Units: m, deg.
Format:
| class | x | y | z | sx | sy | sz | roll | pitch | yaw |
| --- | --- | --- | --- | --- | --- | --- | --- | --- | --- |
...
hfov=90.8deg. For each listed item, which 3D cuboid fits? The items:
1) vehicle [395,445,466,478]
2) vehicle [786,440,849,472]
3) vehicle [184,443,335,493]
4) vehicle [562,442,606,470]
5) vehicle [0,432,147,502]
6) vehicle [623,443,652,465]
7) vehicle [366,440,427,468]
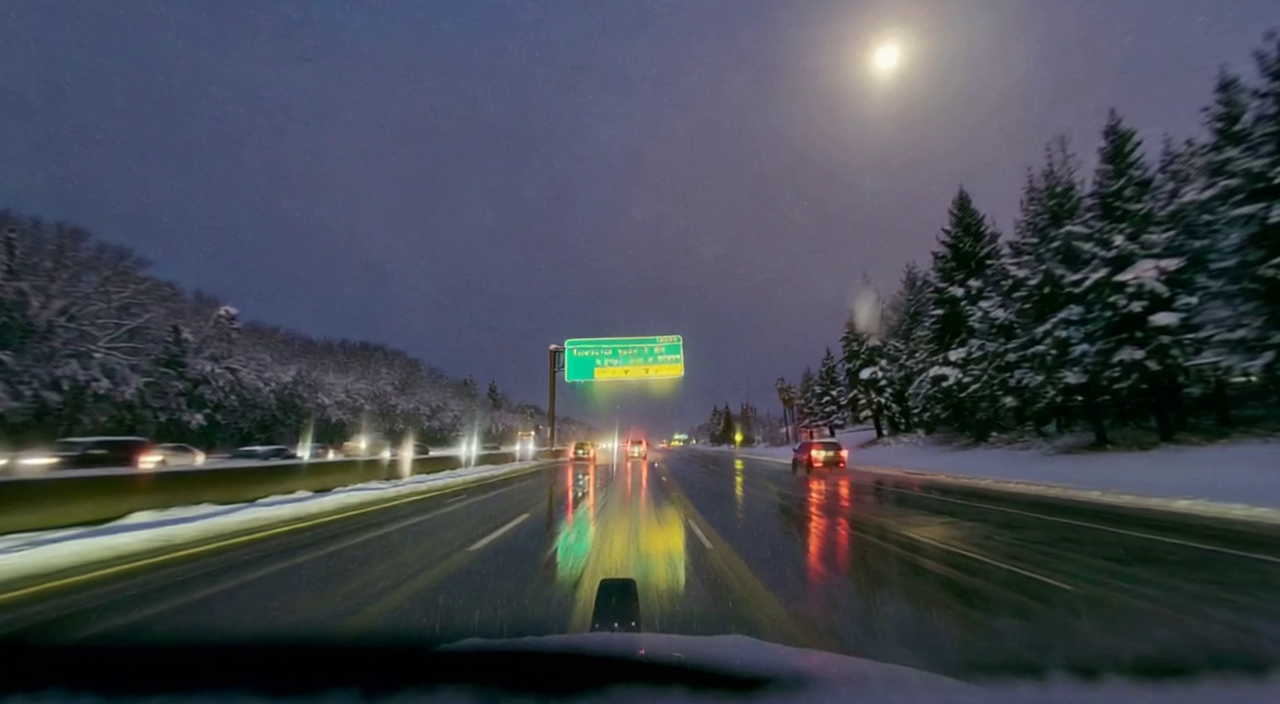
| class | x | y | z | sx | sy | sz | roll | pitch | yaw |
| --- | --- | --- | --- | --- | --- | --- | --- | --- | --- |
| vehicle | -9.740 | 5.104 | 29.748 | 1.841 | 1.443 | 4.390 | 0 | -8 | 1 |
| vehicle | 9.983 | 5.873 | 35.925 | 2.130 | 1.703 | 4.572 | 0 | -9 | -1 |
| vehicle | -12.575 | 3.832 | 21.332 | 2.127 | 1.458 | 4.751 | 0 | -8 | 0 |
| vehicle | -3.332 | 6.258 | 38.256 | 2.154 | 1.530 | 4.519 | 0 | -8 | 1 |
| vehicle | -16.188 | 3.016 | 16.906 | 2.142 | 1.658 | 4.662 | 0 | -9 | 1 |
| vehicle | -0.135 | 7.349 | 45.719 | 1.977 | 1.513 | 3.546 | 0 | -8 | 1 |
| vehicle | -15.815 | 6.636 | 41.345 | 2.053 | 1.706 | 4.602 | 0 | -8 | 1 |
